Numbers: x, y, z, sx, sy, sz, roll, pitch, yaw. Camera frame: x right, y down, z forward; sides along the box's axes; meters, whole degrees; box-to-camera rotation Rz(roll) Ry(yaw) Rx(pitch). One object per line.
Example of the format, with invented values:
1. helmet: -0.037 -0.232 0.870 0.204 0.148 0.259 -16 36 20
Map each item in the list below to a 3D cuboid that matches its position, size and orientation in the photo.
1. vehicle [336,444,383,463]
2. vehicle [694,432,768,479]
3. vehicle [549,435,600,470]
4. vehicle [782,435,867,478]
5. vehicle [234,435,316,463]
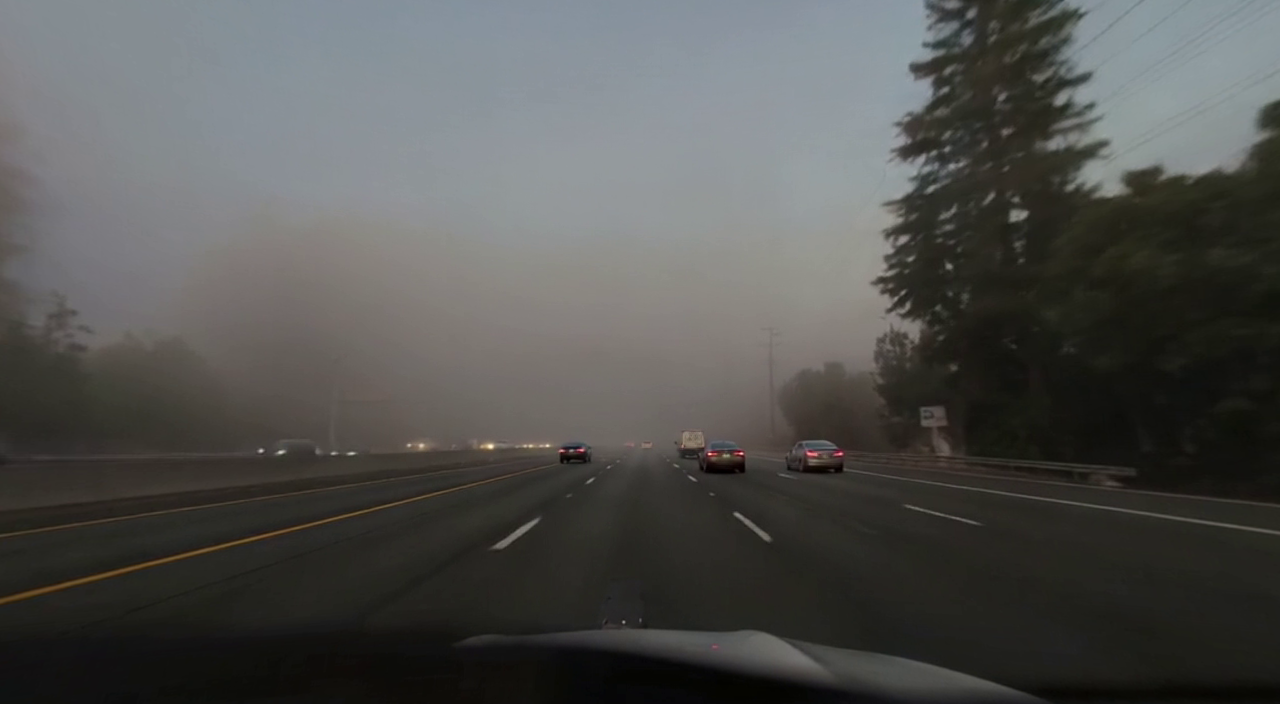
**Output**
1. vehicle: -21.952 7.924 49.516 1.716 1.427 4.233 -1 -8 1
2. vehicle: 3.424 3.987 24.638 2.146 1.639 4.475 0 -8 -1
3. vehicle: -3.402 5.303 33.458 2.106 1.682 4.395 -1 -8 2
4. vehicle: 7.333 4.197 25.633 1.988 1.518 4.856 0 -8 0
5. vehicle: -25.865 6.892 44.969 2.229 1.809 5.847 -1 -8 2
